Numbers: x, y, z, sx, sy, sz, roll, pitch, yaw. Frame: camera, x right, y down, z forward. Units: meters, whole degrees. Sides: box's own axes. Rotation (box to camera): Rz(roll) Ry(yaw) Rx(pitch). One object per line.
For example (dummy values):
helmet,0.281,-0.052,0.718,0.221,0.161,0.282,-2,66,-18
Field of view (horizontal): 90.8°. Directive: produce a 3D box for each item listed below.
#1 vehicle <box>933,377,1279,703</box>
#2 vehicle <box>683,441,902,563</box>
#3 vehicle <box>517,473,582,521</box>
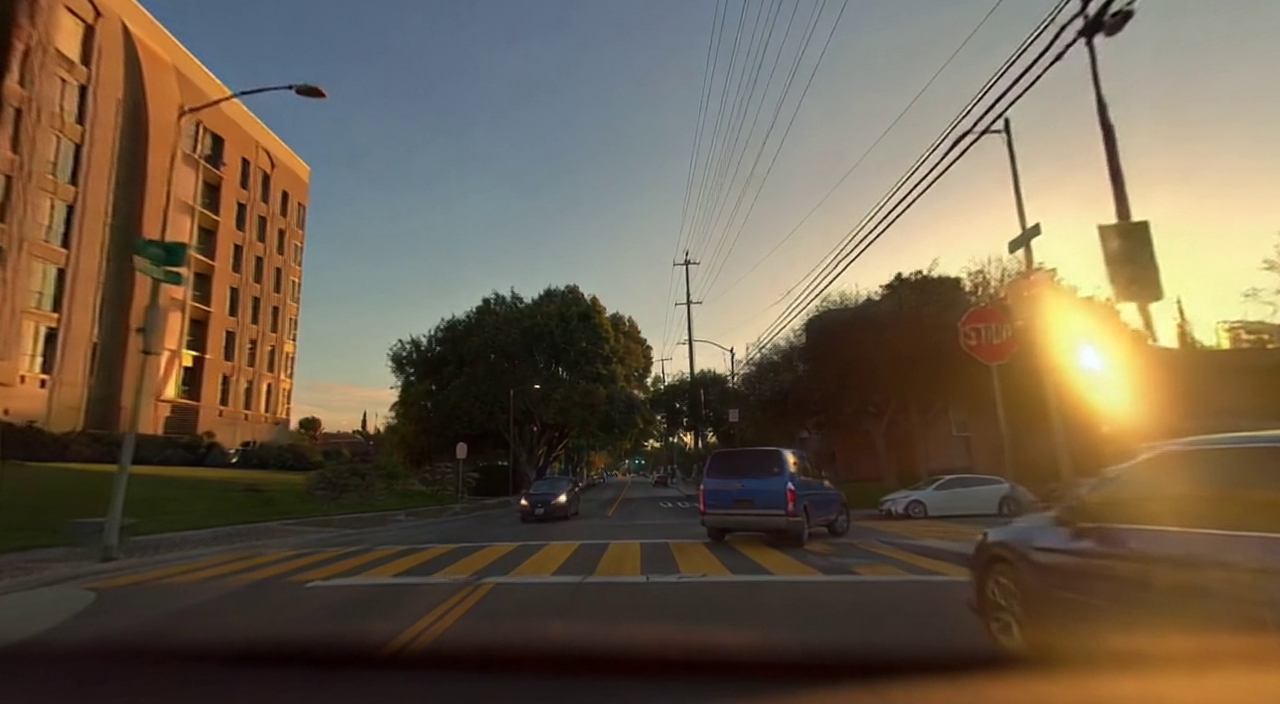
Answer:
vehicle,3.269,0.987,2.829,1.933,1.612,3.941,0,-9,-1
vehicle,3.109,2.624,12.064,2.214,1.789,4.872,-7,-11,37
vehicle,-3.466,5.618,24.816,1.911,1.563,4.057,0,-9,0
